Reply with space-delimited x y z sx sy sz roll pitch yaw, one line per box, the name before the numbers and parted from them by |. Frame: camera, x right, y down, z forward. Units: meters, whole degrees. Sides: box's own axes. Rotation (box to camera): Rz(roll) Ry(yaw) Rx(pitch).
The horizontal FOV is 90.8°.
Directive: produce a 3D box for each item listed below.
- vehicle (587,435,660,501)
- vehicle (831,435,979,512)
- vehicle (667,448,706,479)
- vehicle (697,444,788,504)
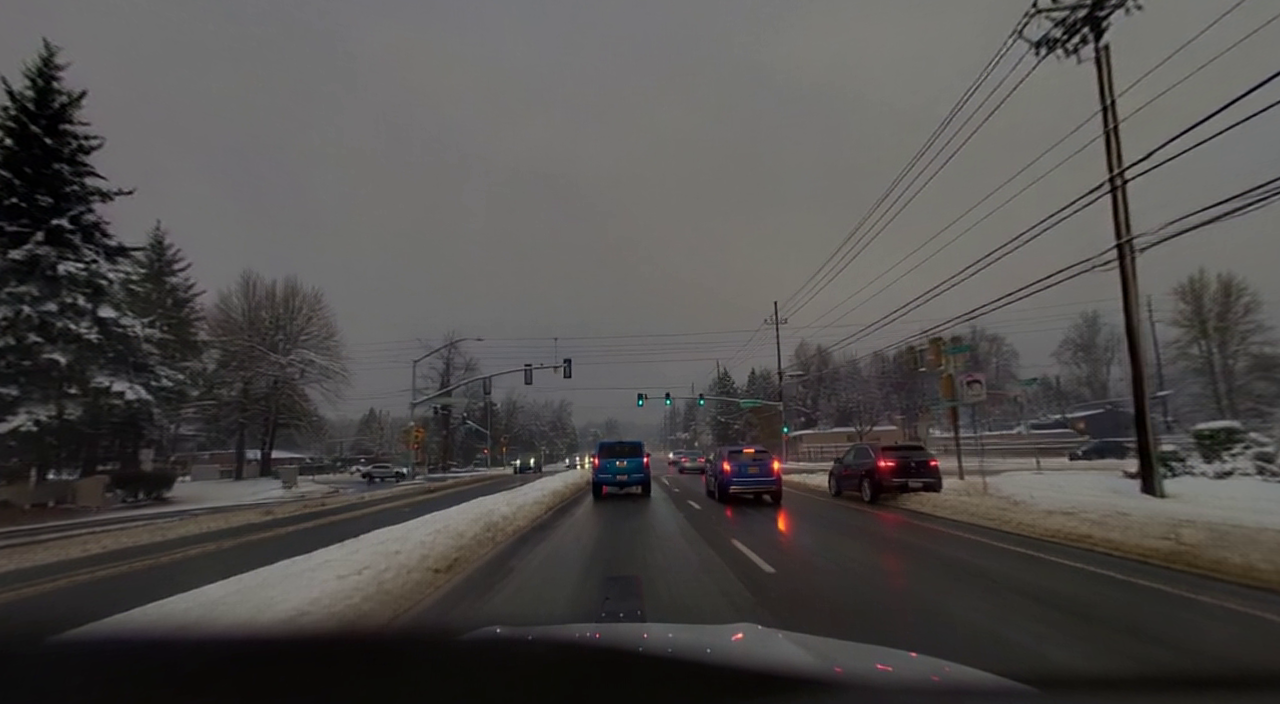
vehicle | -0.561 3.927 21.797 2.231 1.998 4.254 0 -9 -1
vehicle | 6.781 3.129 16.797 1.929 1.753 4.396 0 -9 -1
vehicle | 2.759 6.764 38.606 1.915 1.765 4.047 0 -9 -2
vehicle | 2.961 3.631 19.282 1.880 1.579 4.401 0 -9 -2
